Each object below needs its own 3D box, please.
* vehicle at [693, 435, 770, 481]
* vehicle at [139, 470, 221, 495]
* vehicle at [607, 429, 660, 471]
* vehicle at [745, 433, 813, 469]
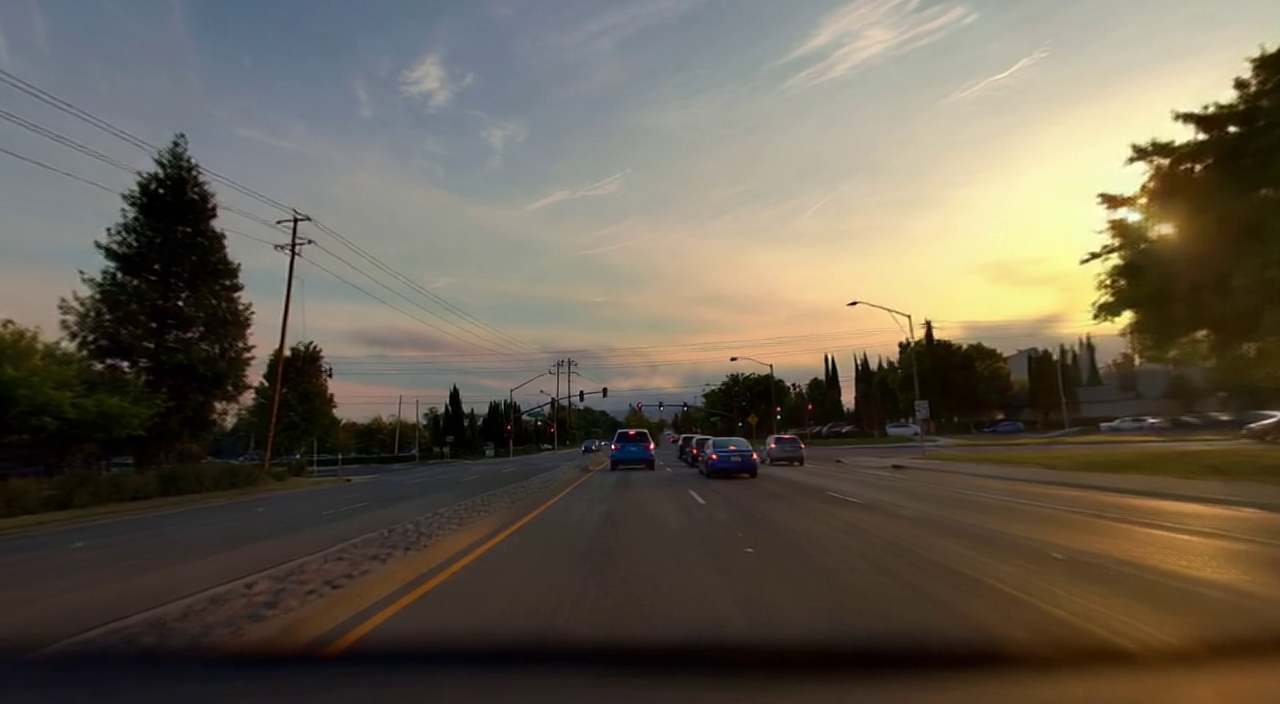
[{"bbox_3d":[3.159,3.780,22.784,1.984,1.462,4.513,0,-9,-1],"label":"vehicle"},{"bbox_3d":[-33.465,9.513,46.029,4.224,1.614,2.123,0,-9,-3],"label":"vehicle"},{"bbox_3d":[-0.325,4.602,29.684,2.300,1.821,4.254,0,-9,-1],"label":"vehicle"},{"bbox_3d":[6.774,4.886,31.286,2.198,1.678,4.419,0,-9,-2],"label":"vehicle"}]
